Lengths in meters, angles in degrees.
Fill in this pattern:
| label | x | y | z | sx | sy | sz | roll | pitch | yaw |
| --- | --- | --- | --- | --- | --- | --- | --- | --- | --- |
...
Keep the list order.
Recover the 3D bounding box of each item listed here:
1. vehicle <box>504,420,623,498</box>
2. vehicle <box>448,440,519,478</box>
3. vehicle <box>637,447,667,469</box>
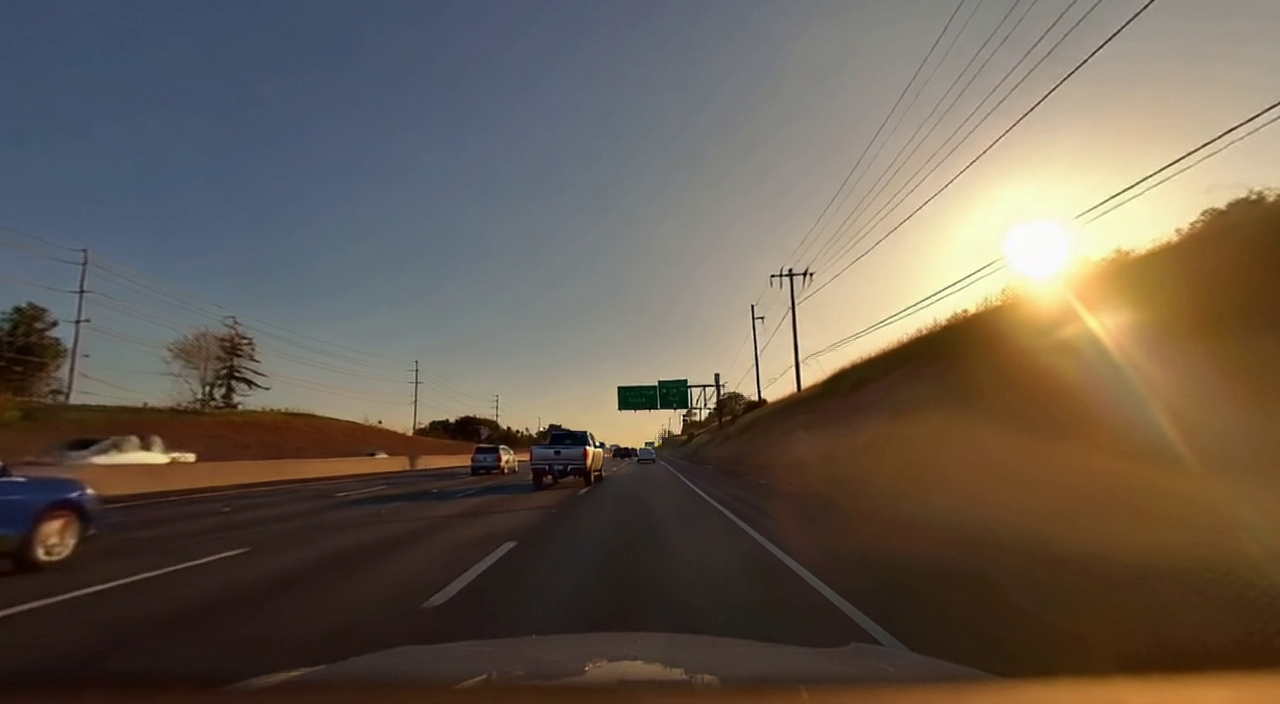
| label | x | y | z | sx | sy | sz | roll | pitch | yaw |
| --- | --- | --- | --- | --- | --- | --- | --- | --- | --- |
| vehicle | -2.158 | 3.371 | 20.168 | 2.972 | 2.087 | 6.126 | 0 | -9 | 1 |
| vehicle | -7.438 | 5.130 | 30.502 | 2.143 | 1.688 | 4.776 | 0 | -9 | 1 |
| vehicle | 0.807 | 7.589 | 45.202 | 2.025 | 1.485 | 4.310 | 0 | -9 | -1 |
